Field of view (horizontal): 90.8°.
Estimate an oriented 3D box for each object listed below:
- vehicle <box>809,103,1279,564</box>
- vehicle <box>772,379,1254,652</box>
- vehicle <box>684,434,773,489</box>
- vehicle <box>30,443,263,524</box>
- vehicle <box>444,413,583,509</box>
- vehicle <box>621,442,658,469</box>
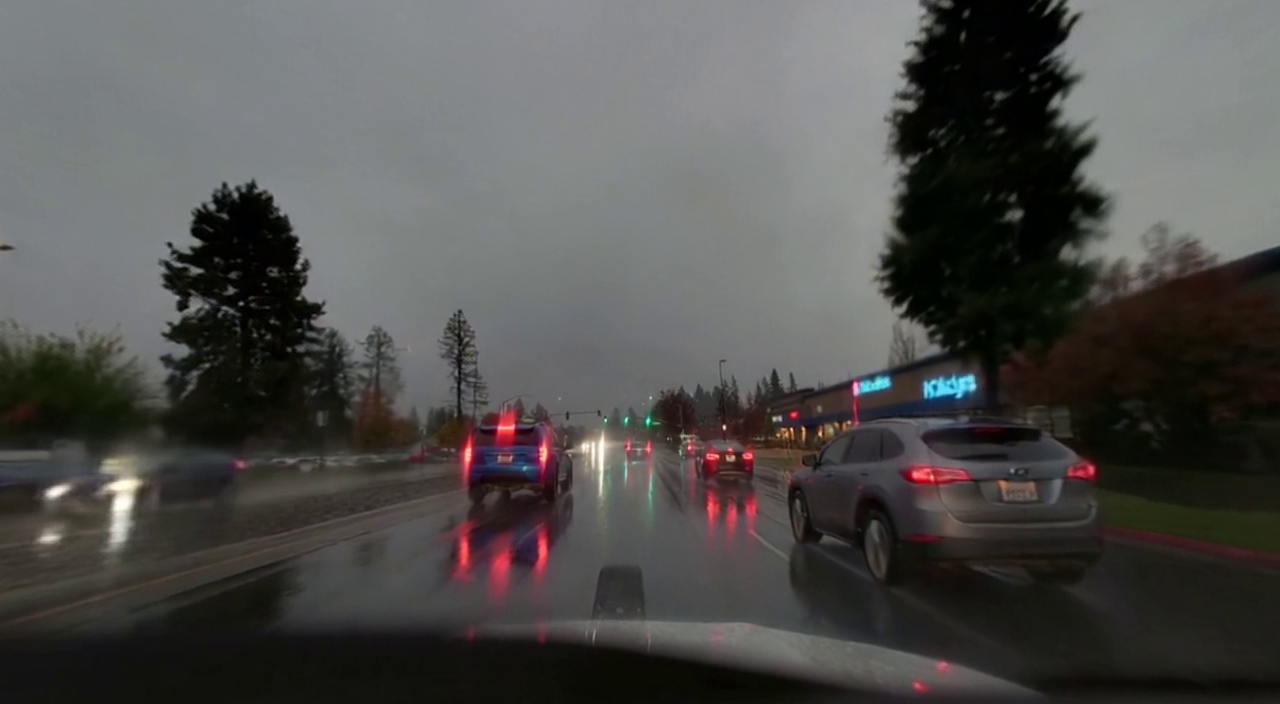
[{"bbox_3d":[7.189,0.845,12.650,2.878,4.158,16.287,0,-8,-1],"label":"vehicle"},{"bbox_3d":[2.836,1.355,6.271,2.018,1.719,4.369,0,-8,-1],"label":"vehicle"},{"bbox_3d":[2.788,3.599,21.122,2.174,1.596,4.779,0,-8,-1],"label":"vehicle"},{"bbox_3d":[-11.584,3.059,15.364,2.134,1.661,4.374,0,-8,0],"label":"vehicle"},{"bbox_3d":[-2.953,2.728,16.251,2.368,2.037,5.319,0,-8,1],"label":"vehicle"},{"bbox_3d":[-0.053,6.069,37.292,2.008,1.464,4.052,0,-8,-1],"label":"vehicle"}]
